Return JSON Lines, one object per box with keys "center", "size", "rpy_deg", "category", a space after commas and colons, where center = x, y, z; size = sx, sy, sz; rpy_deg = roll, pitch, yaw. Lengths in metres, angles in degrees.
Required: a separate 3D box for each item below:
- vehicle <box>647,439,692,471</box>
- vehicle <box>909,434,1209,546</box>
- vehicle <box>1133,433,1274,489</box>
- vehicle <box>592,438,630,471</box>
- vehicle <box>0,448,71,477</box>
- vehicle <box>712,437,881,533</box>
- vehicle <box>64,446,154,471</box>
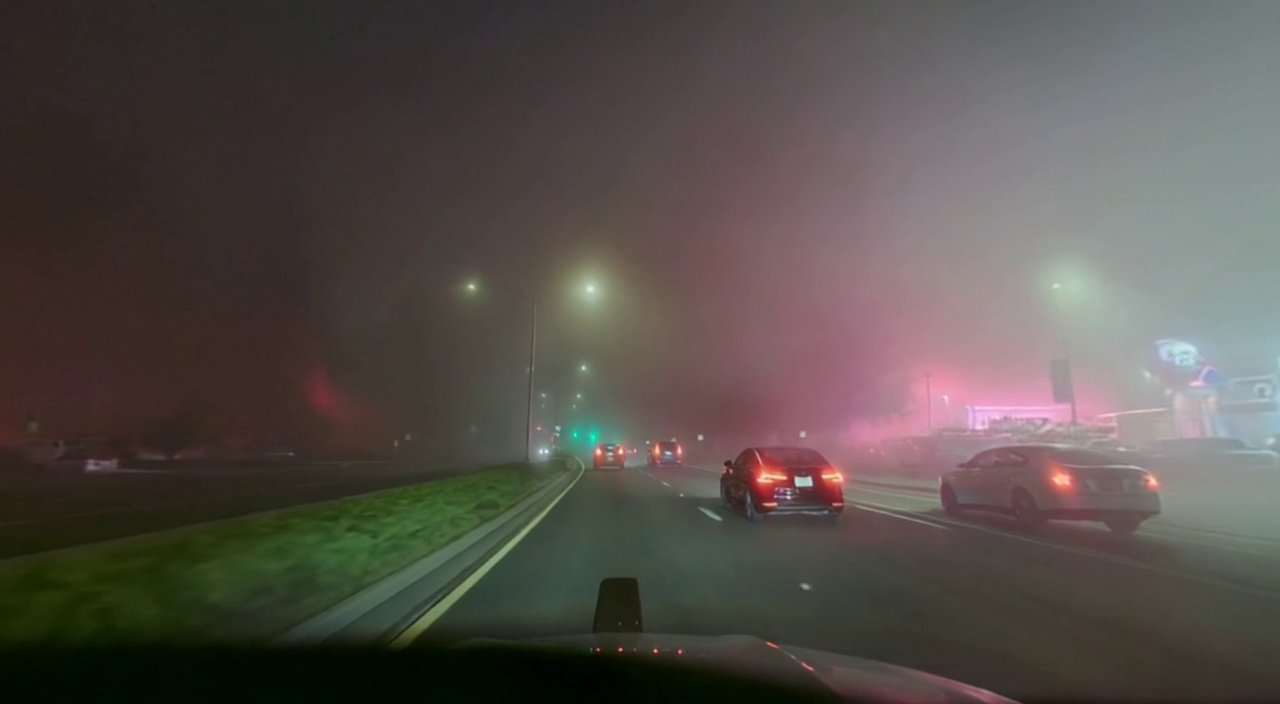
{"center": [1.646, 5.927, 36.408], "size": [2.000, 1.745, 4.206], "rpy_deg": [1, -9, -5], "category": "vehicle"}
{"center": [6.495, 2.154, 10.531], "size": [1.917, 1.457, 4.274], "rpy_deg": [0, -9, -3], "category": "vehicle"}
{"center": [22.979, 4.408, 26.079], "size": [2.528, 1.997, 5.919], "rpy_deg": [-2, -8, 24], "category": "vehicle"}
{"center": [-1.738, 5.879, 36.330], "size": [2.051, 1.798, 4.168], "rpy_deg": [1, -9, -4], "category": "vehicle"}
{"center": [-30.294, 5.334, 30.571], "size": [3.468, 1.345, 1.795], "rpy_deg": [0, -9, -4], "category": "vehicle"}
{"center": [2.658, 2.358, 11.834], "size": [1.883, 1.452, 4.258], "rpy_deg": [0, -9, -3], "category": "vehicle"}
{"center": [-30.478, 6.127, 36.204], "size": [3.502, 1.364, 1.773], "rpy_deg": [1, -9, -4], "category": "vehicle"}
